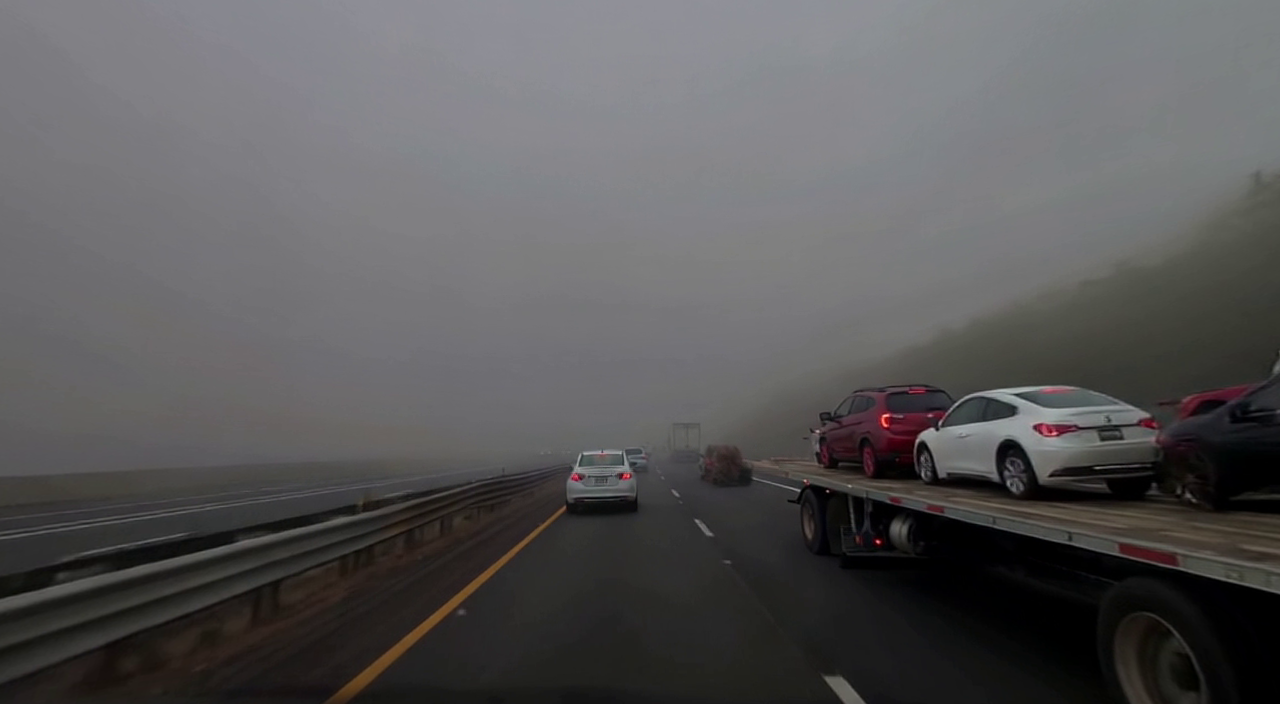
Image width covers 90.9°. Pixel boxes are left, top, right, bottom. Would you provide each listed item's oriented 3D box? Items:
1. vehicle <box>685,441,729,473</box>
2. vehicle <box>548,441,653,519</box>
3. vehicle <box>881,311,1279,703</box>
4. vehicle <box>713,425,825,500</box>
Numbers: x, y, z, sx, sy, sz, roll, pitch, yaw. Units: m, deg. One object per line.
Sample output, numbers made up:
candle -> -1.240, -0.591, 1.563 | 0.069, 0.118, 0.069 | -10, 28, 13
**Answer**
vehicle -> 3.710, 5.931, 35.661 | 1.938, 1.660, 4.223 | 0, -9, -1
vehicle -> -0.732, 2.735, 13.886 | 1.991, 1.466, 3.675 | 0, -9, 0
vehicle -> 3.427, 0.992, 4.013 | 1.959, 1.783, 4.407 | 0, -9, -1
vehicle -> 3.535, 3.138, 18.179 | 2.303, 1.889, 3.920 | 0, -9, -1
